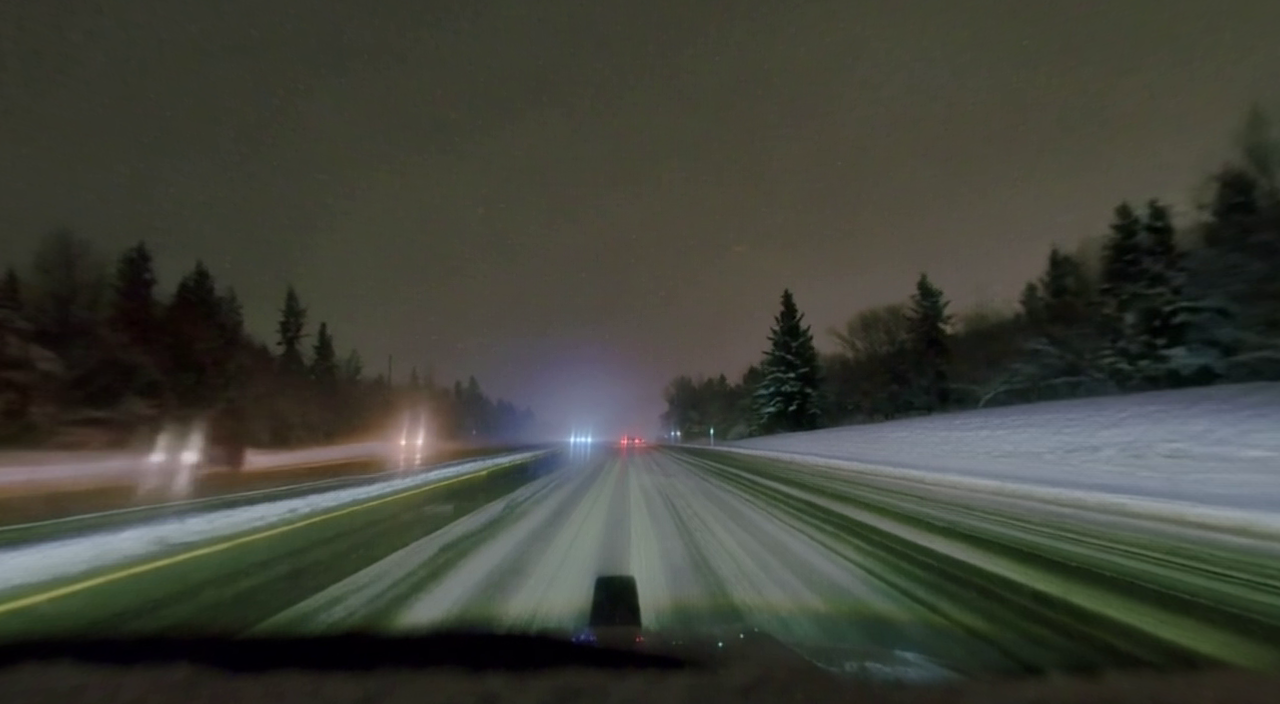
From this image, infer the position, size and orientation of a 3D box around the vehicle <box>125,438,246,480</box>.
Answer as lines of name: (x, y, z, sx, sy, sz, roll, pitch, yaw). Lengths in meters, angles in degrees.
vehicle: (-17.105, 4.002, 23.968, 1.832, 1.438, 3.798, 0, -8, -2)
